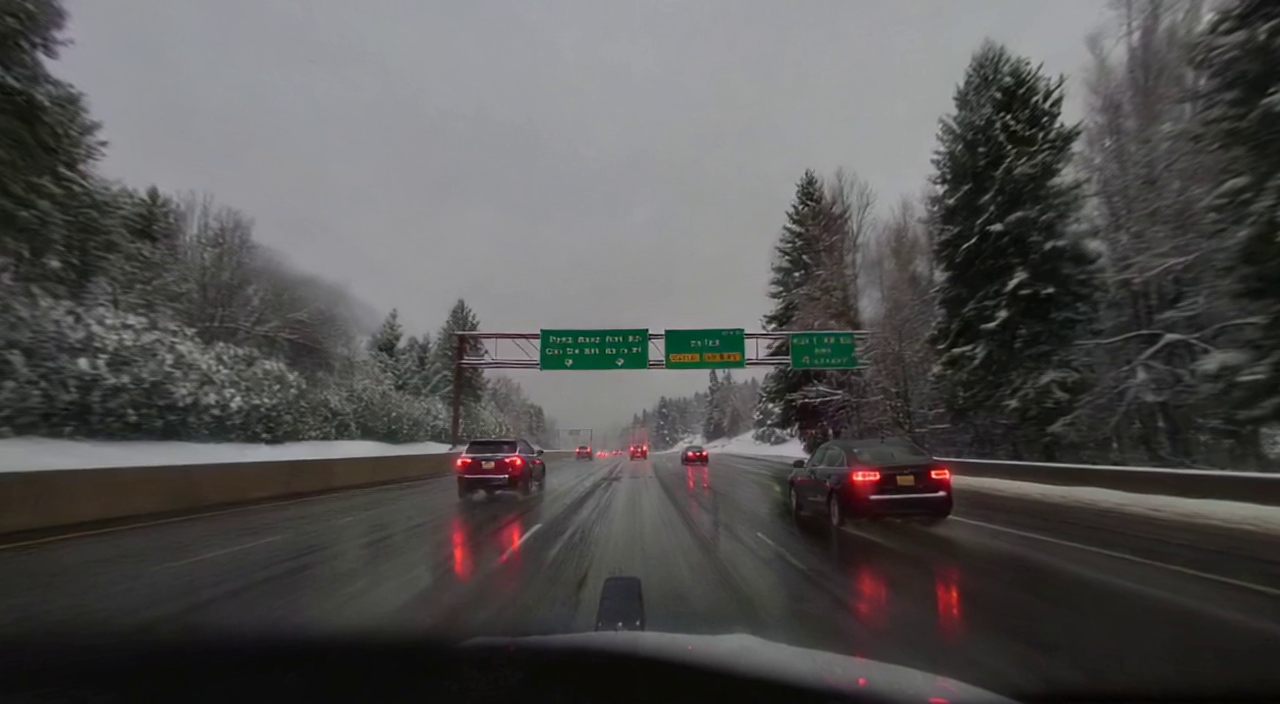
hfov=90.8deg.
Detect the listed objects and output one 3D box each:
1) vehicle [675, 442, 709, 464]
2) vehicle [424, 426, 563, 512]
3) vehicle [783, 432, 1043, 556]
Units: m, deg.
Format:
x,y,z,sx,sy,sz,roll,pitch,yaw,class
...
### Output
x,y,z,sx,sy,sz,roll,pitch,yaw,class
3.633,7.111,44.680,2.021,1.447,3.985,0,-9,-1,vehicle
-3.294,2.746,15.269,2.244,1.755,4.417,0,-9,1,vehicle
3.717,2.002,9.660,1.947,1.437,4.345,0,-9,-1,vehicle
